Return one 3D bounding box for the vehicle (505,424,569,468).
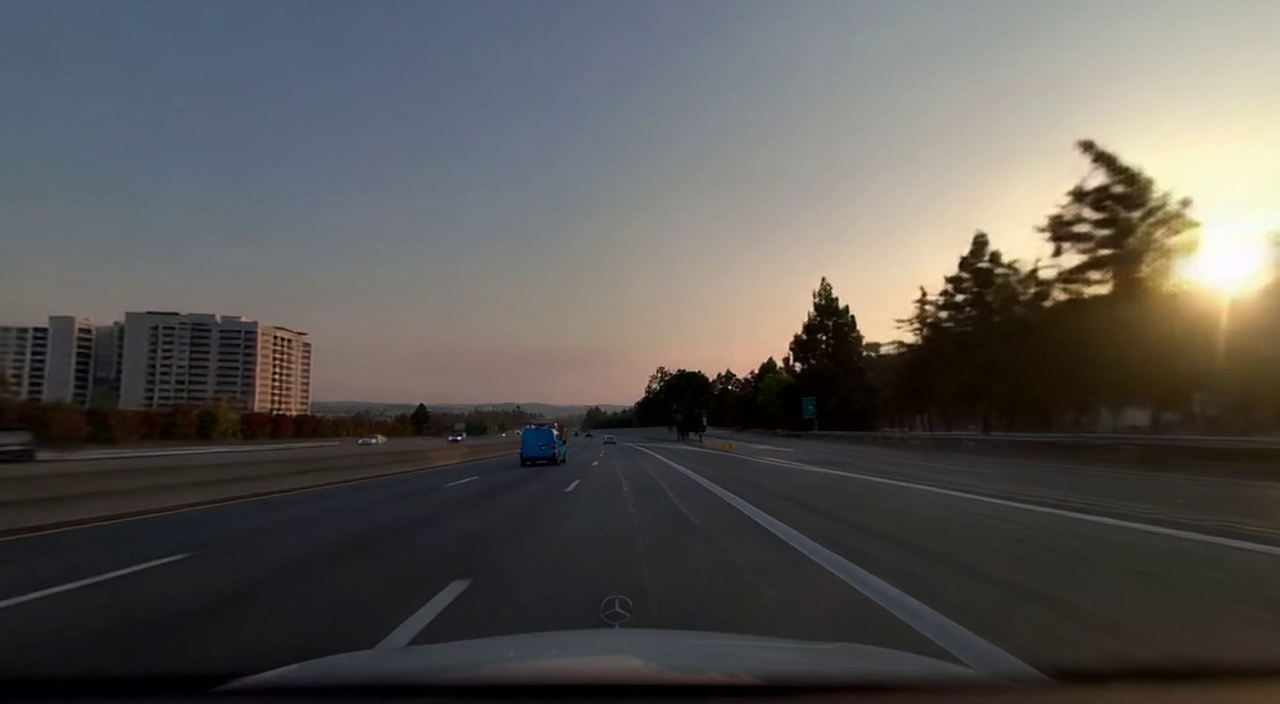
[{"bbox_3d":[-4.580,4.254,28.738,2.219,1.827,4.738,0,-8,-1],"label":"vehicle"}]
